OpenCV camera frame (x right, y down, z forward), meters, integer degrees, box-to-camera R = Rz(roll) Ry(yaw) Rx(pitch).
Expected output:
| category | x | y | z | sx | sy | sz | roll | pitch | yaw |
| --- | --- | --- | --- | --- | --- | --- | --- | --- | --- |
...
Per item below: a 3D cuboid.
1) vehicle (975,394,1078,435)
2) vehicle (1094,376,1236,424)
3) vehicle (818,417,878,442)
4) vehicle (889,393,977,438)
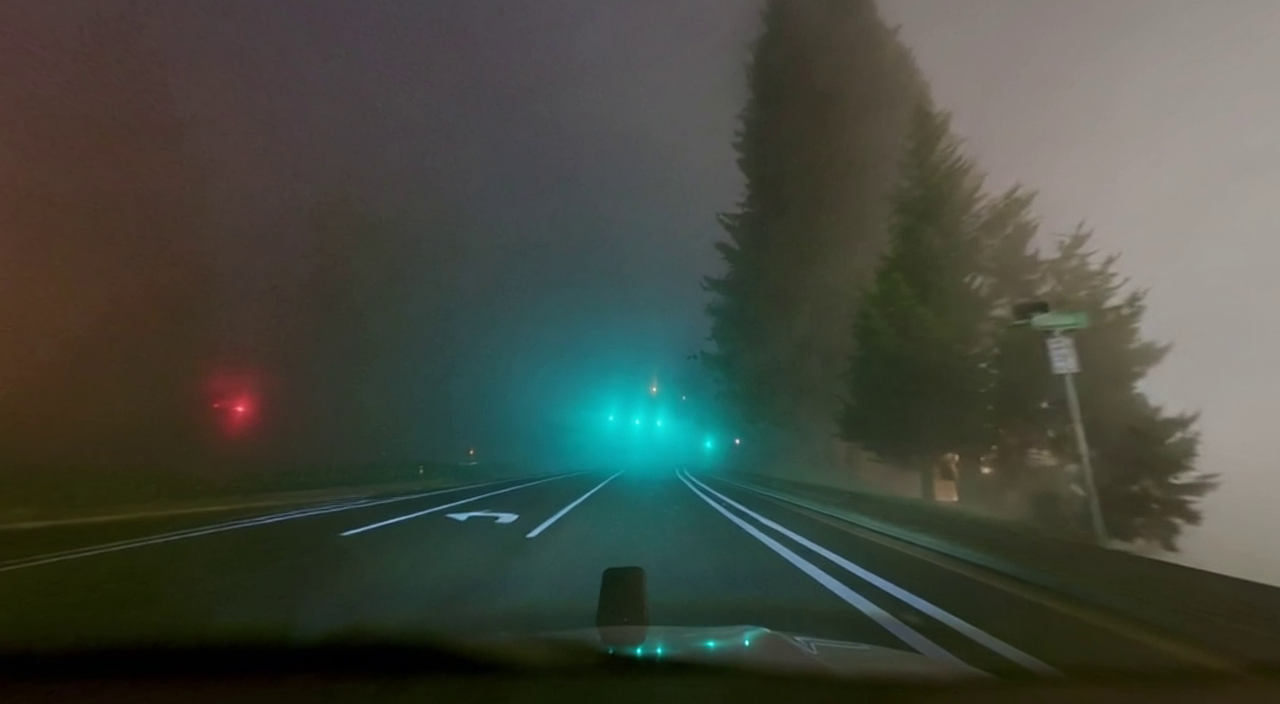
| category | x | y | z | sx | sy | sz | roll | pitch | yaw |
| --- | --- | --- | --- | --- | --- | --- | --- | --- | --- |
| vehicle | 19.034 | 3.197 | 31.391 | 1.896 | 1.622 | 5.024 | -3 | -10 | 0 |
| vehicle | 18.985 | 1.826 | 23.038 | 1.673 | 1.449 | 3.879 | 0 | -8 | -3 |
| vehicle | 12.435 | 4.722 | 38.001 | 1.841 | 1.441 | 4.544 | 0 | -8 | -4 |
| vehicle | 12.433 | 2.811 | 27.058 | 1.732 | 1.413 | 4.483 | -4 | -11 | 2 |
